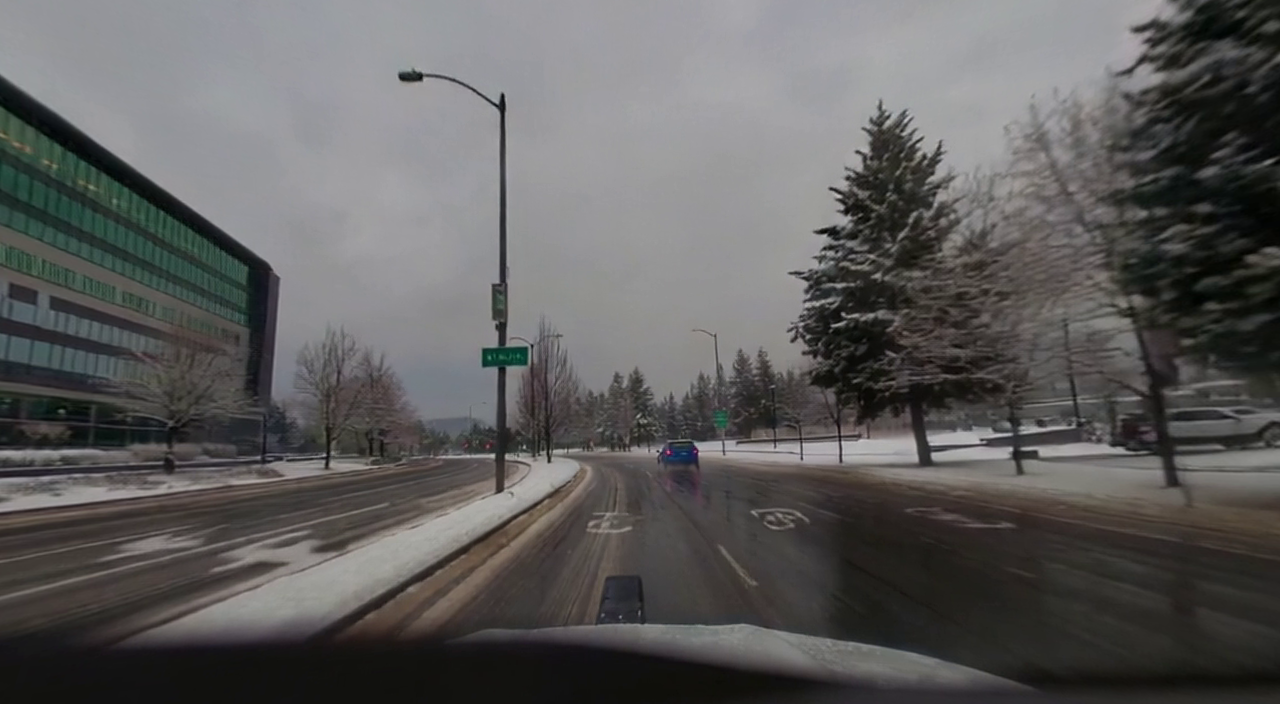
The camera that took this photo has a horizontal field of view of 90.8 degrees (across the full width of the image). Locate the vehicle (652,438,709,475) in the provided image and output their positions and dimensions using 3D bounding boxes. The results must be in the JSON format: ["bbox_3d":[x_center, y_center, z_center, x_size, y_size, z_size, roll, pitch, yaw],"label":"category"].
[{"bbox_3d":[1.878,5.045,30.841,2.165,1.633,4.381,0,-8,-5],"label":"vehicle"}]
